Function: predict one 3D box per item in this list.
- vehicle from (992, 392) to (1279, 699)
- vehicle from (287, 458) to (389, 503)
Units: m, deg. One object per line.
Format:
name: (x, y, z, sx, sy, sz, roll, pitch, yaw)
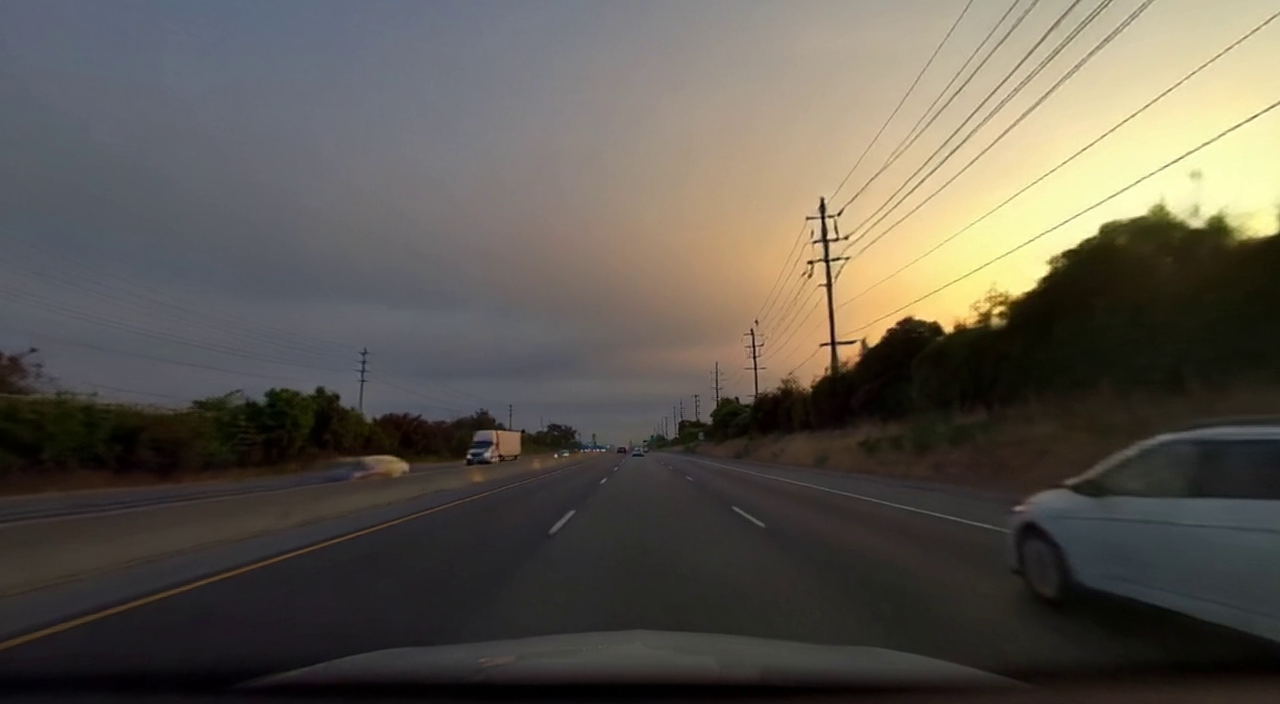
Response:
vehicle: (4.322, 1.065, 3.697, 2.054, 1.565, 4.089, 0, -9, -1)
vehicle: (-11.398, 4.862, 24.002, 1.885, 1.469, 4.099, 0, -9, -1)
